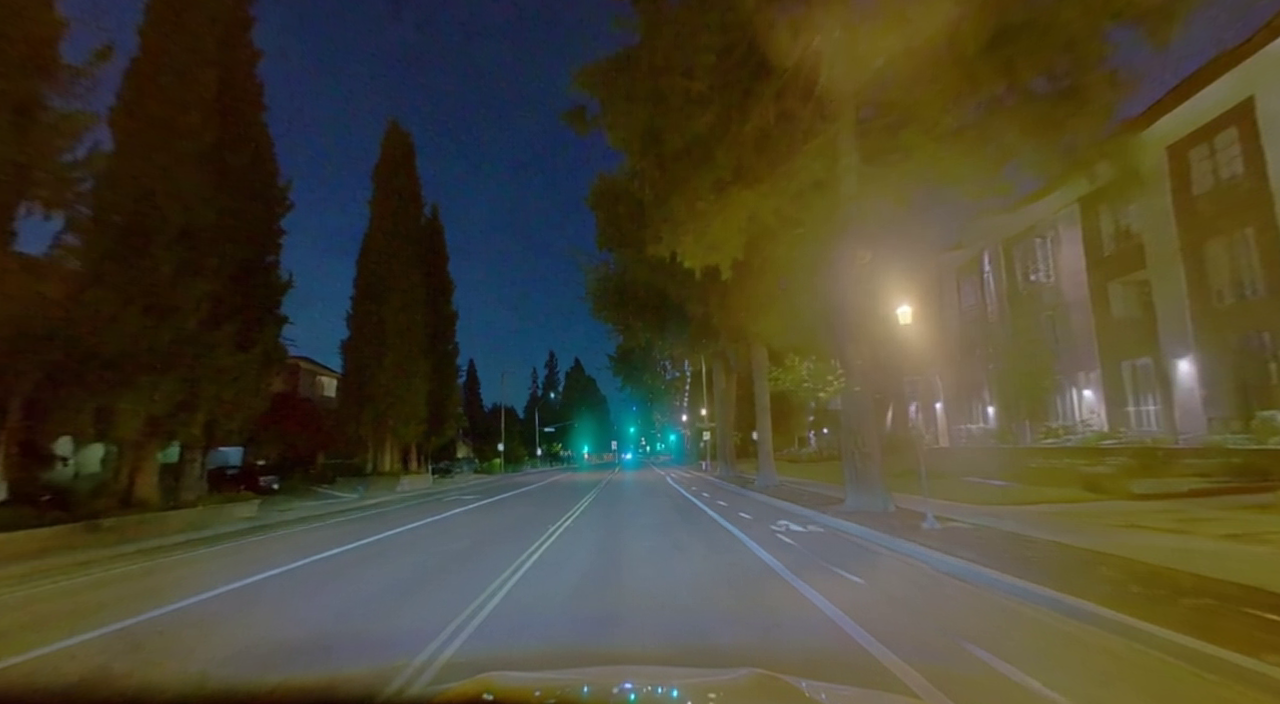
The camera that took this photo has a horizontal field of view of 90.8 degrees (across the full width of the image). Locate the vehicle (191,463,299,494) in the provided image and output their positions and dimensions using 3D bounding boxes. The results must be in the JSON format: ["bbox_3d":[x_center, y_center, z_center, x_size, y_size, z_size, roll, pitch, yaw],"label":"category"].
[{"bbox_3d":[-19.304,6.179,30.986,4.173,1.423,1.657,0,-8,3],"label":"vehicle"}]
